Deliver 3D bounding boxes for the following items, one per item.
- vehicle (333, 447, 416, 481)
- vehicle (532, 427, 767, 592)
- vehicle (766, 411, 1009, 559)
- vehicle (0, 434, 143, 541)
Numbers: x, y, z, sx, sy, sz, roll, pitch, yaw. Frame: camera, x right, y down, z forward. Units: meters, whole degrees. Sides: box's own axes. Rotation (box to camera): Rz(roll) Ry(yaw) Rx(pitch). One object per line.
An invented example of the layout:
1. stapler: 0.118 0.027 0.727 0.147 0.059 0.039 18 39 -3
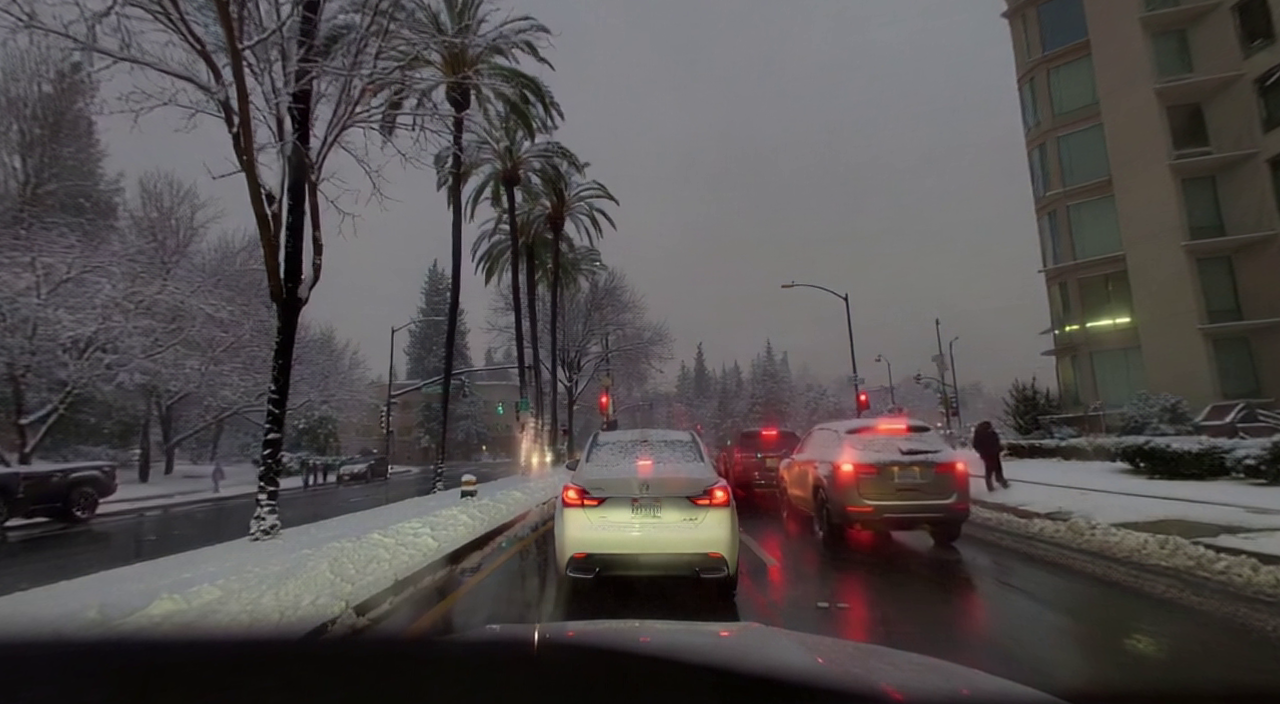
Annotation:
1. vehicle: -13.163 5.566 31.719 1.965 1.507 4.725 -1 -8 2
2. vehicle: 0.133 1.711 7.701 2.088 1.452 3.993 -1 -8 1
3. vehicle: 3.361 1.894 9.693 2.003 1.733 4.319 0 -8 1
4. vehicle: -13.051 2.716 12.283 2.240 1.964 5.707 -6 -8 0
